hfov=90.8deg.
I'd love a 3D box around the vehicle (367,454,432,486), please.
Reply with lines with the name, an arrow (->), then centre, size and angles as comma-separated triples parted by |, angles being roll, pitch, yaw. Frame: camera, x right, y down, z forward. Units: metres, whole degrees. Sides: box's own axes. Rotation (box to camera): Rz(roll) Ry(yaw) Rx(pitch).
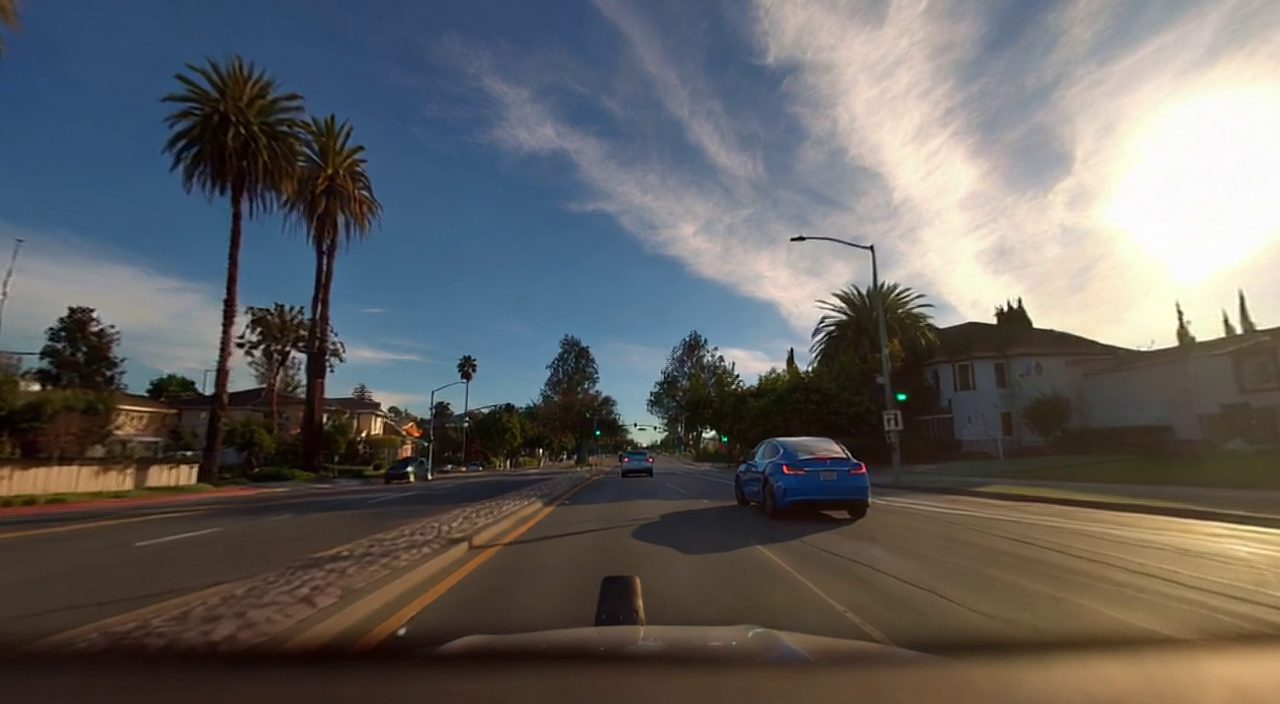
vehicle -> -17.302, 8.464, 45.765 | 2.449, 2.016, 5.383 | -2, -9, 2

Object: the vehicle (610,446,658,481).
vehicle -> -0.357, 5.889, 33.639 | 2.341, 1.709, 4.466 | 0, -9, -2

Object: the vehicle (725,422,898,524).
vehicle -> 3.417, 2.538, 13.905 | 2.205, 1.803, 5.135 | 0, -9, -2
